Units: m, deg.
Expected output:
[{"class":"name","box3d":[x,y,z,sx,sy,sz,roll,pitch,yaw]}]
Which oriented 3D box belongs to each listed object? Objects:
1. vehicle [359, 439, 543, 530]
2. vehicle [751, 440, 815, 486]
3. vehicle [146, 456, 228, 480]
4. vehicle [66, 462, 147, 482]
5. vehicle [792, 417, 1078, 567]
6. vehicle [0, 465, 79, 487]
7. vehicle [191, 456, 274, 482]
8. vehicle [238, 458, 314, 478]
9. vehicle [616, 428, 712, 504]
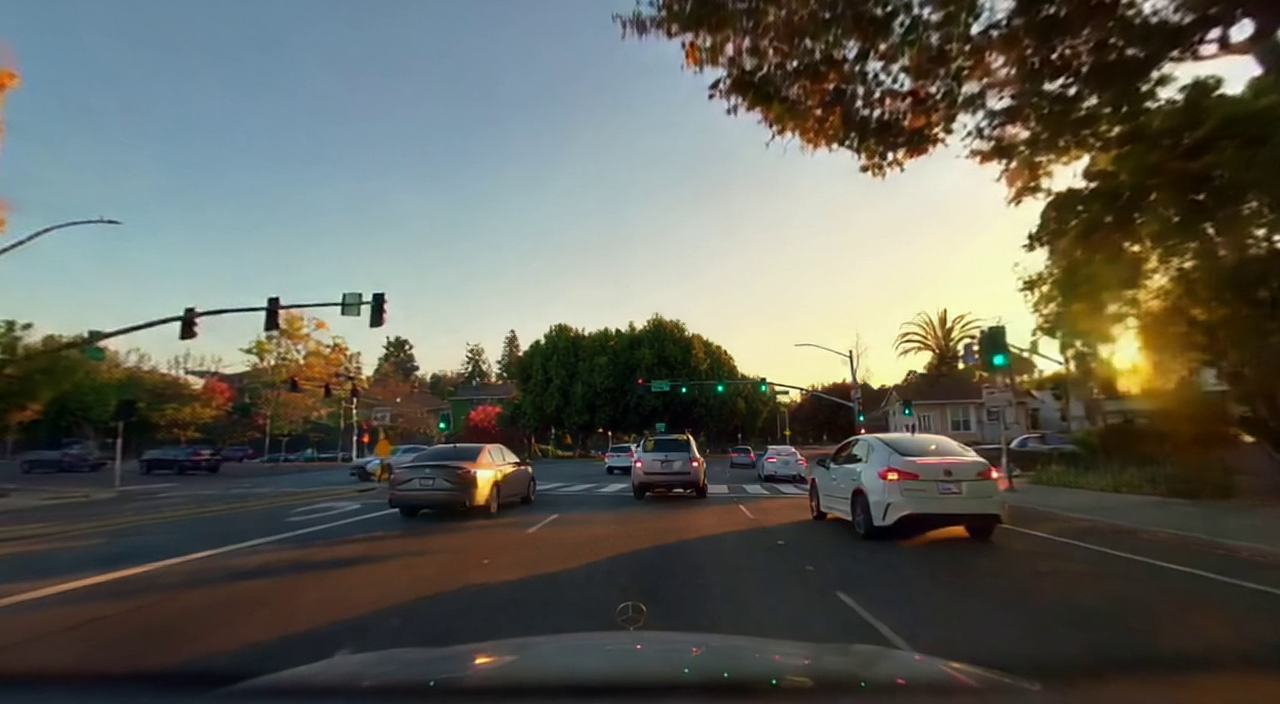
[{"class":"vehicle","box3d":[-3.445,2.513,12.612,2.006,1.464,4.586,-1,-9,4]},{"class":"vehicle","box3d":[5.173,4.039,23.189,1.859,1.540,3.454,-1,-9,6]},{"class":"vehicle","box3d":[-34.825,8.937,48.520,4.741,1.751,2.214,-2,-9,8]},{"class":"vehicle","box3d":[-41.640,9.364,49.267,4.634,1.452,1.888,0,-9,1]},{"class":"vehicle","box3d":[3.814,1.900,9.339,2.106,1.636,4.655,-1,-9,2]},{"class":"vehicle","box3d":[-44.092,8.936,45.559,4.725,1.457,2.041,1,-9,-9]},{"class":"vehicle","box3d":[-28.557,8.183,44.218,4.711,1.661,1.990,-2,-9,12]},{"class":"vehicle","box3d":[-27.214,8.671,47.161,4.647,1.427,2.065,-2,-9,13]},{"class":"vehicle","box3d":[0.749,3.041,17.221,2.250,1.768,4.574,-1,-9,5]}]
